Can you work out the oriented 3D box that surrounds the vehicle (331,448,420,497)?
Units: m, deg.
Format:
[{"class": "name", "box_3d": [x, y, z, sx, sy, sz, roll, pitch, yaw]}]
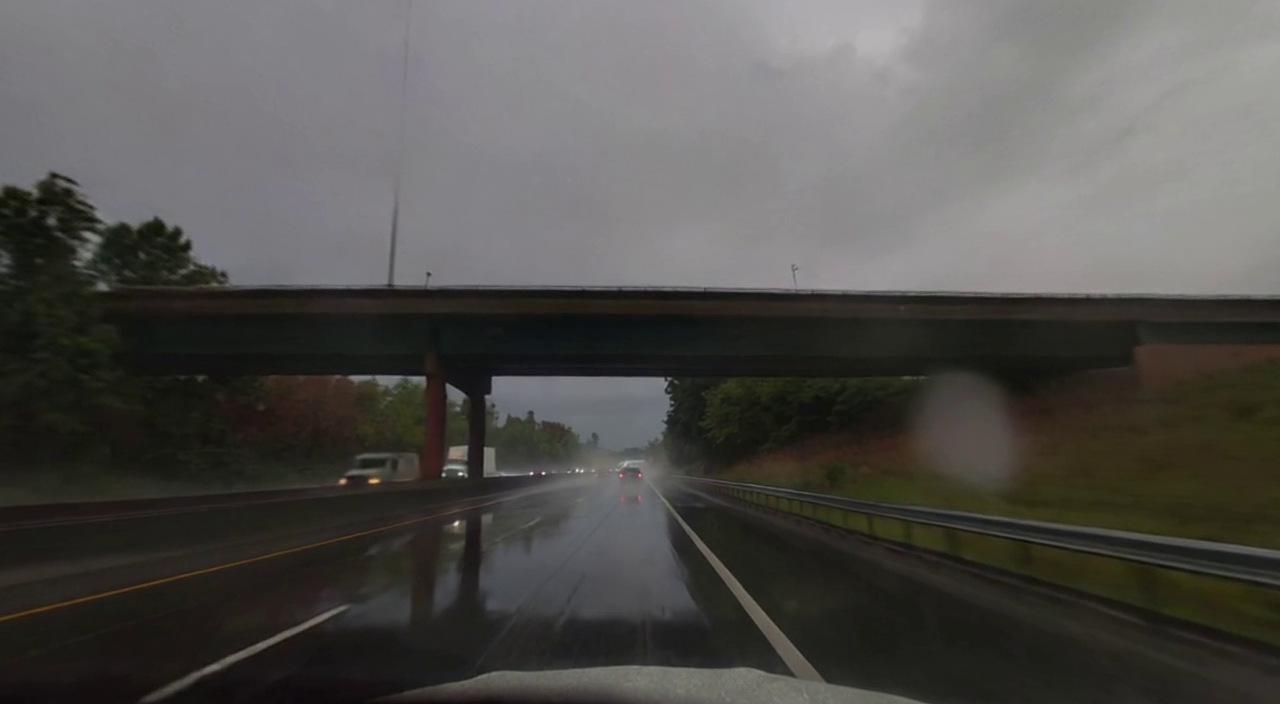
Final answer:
[{"class": "vehicle", "box_3d": [-13.892, 6.388, 33.547, 2.188, 2.337, 5.728, 1, -11, 0]}]
